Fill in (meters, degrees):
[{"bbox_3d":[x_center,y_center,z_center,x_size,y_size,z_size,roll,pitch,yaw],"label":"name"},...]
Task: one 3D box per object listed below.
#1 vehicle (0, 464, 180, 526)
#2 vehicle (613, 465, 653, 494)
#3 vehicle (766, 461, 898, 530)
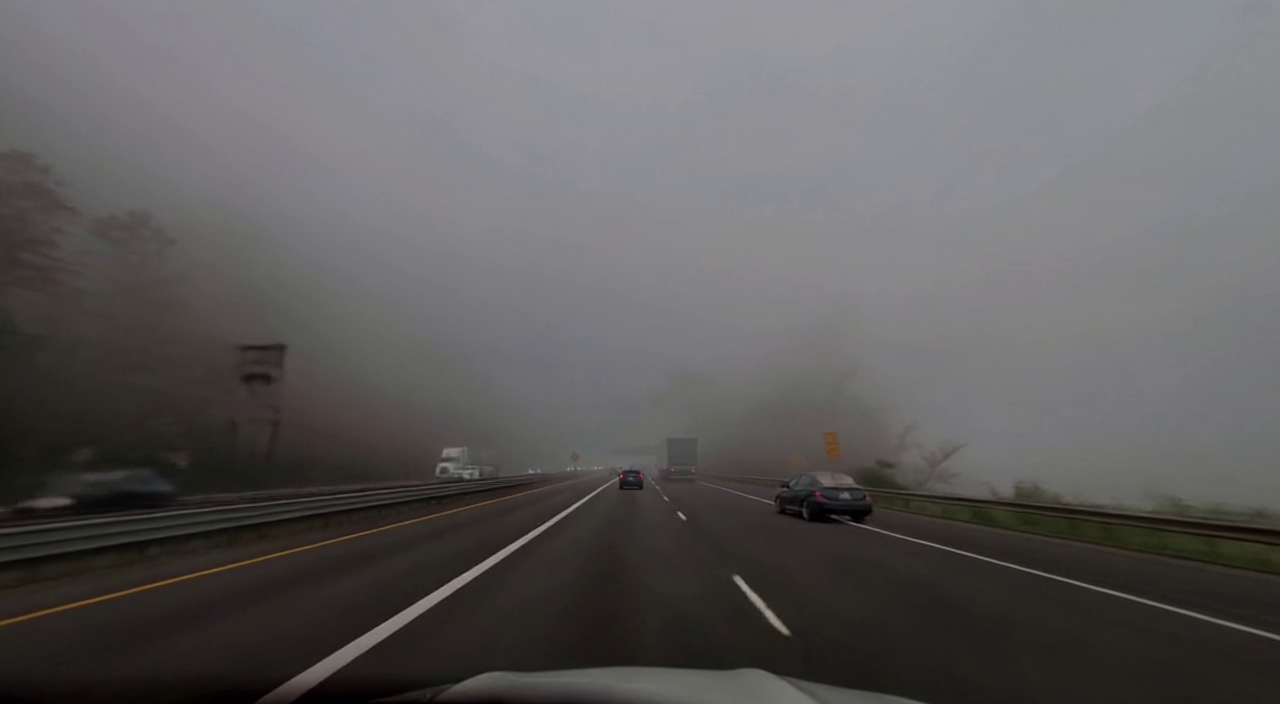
[{"bbox_3d":[-16.412,4.186,18.887,1.910,1.585,4.351,1,-10,0],"label":"vehicle"},{"bbox_3d":[-0.400,6.893,34.281,2.010,1.436,3.973,1,-10,-1],"label":"vehicle"},{"bbox_3d":[4.650,3.547,16.022,1.897,1.476,4.334,1,-10,-1],"label":"vehicle"}]
